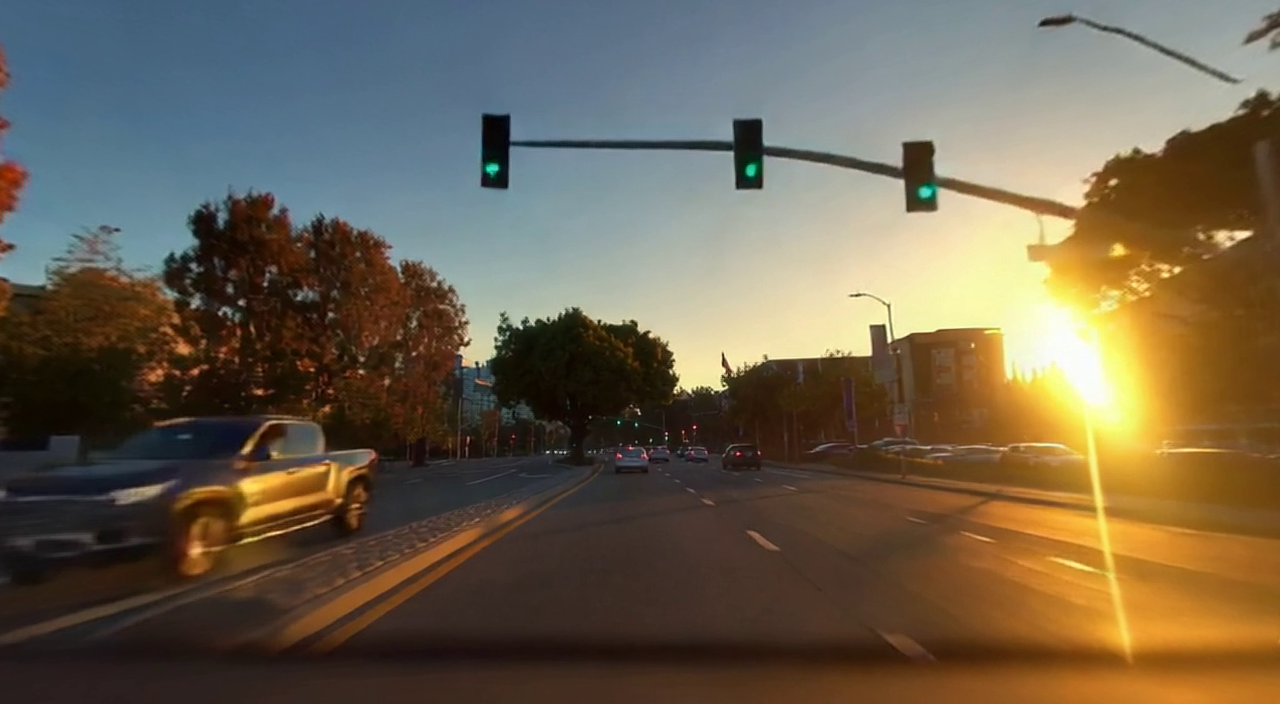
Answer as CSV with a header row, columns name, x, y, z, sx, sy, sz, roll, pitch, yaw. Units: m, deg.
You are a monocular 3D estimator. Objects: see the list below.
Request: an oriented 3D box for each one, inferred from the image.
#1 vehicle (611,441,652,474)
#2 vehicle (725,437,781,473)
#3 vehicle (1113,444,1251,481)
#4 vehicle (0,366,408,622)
name,x,y,z,sx,sy,sz,roll,pitch,yaw
vehicle,-0.509,5.711,34.415,2.101,1.641,4.341,0,-8,-2
vehicle,6.453,5.982,36.857,2.052,1.886,5.297,0,-8,-3
vehicle,26.245,5.349,30.713,4.843,1.628,2.063,0,-8,-3
vehicle,-5.189,1.657,8.261,2.145,2.041,6.064,-2,-9,-1
